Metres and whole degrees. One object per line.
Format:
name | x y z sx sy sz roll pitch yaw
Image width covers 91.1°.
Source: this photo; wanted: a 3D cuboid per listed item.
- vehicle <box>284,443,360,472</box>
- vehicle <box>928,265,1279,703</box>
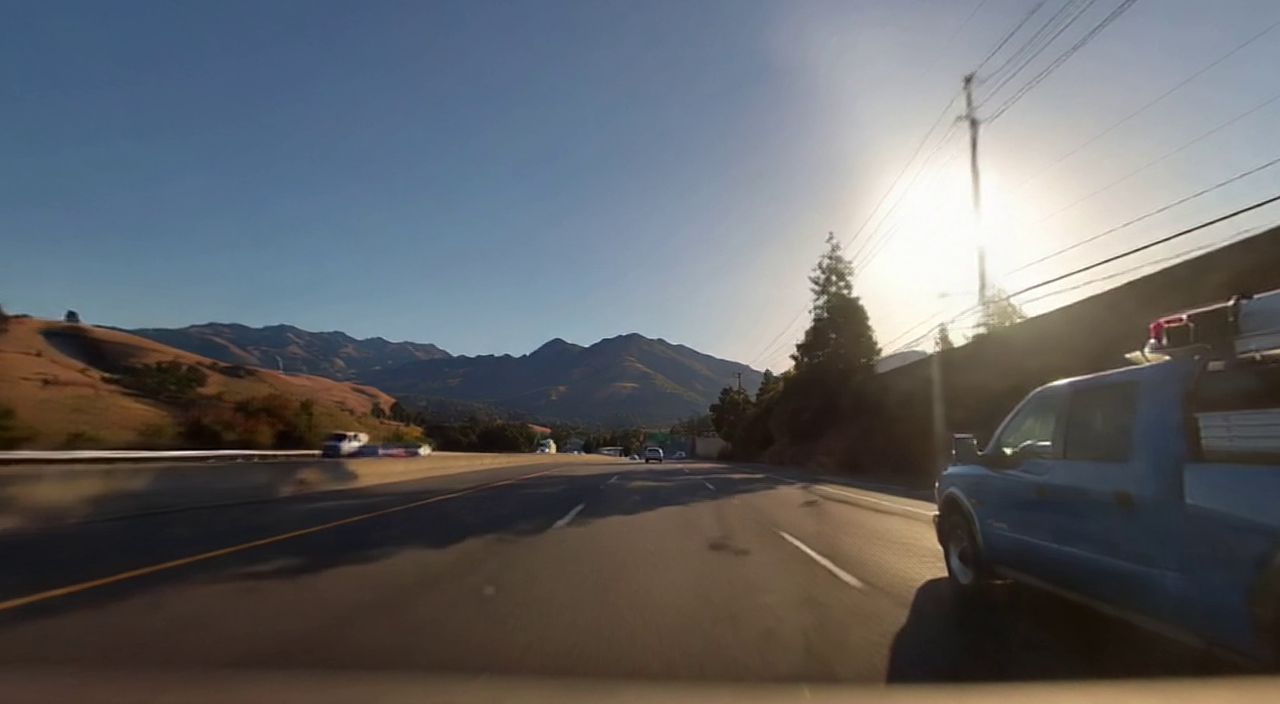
vehicle | -17.639 5.852 35.075 1.858 1.465 4.405 0 -9 1
vehicle | 4.064 0.756 2.753 2.538 2.228 6.370 0 -9 0
